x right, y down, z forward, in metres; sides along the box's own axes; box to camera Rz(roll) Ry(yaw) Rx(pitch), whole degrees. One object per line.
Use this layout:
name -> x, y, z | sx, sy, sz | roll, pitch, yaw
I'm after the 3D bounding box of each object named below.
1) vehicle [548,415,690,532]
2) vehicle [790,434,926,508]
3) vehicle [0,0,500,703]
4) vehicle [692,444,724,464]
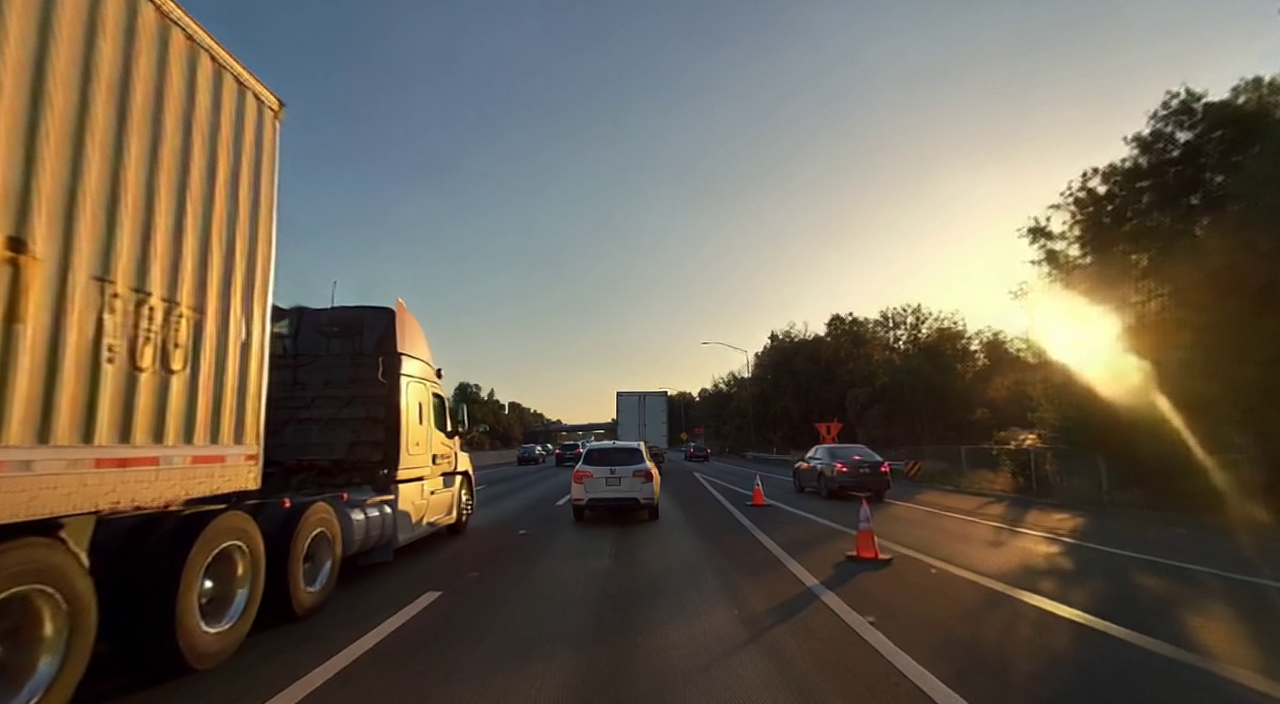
vehicle -> -0.326, 2.156, 11.665 | 2.152, 1.779, 3.924 | 0, -9, 0
vehicle -> 5.239, 2.900, 15.792 | 1.937, 1.601, 3.798 | 0, -9, -2
vehicle -> -3.703, -0.331, 2.300 | 2.857, 4.063, 16.026 | 0, -8, 0
vehicle -> 5.260, 8.021, 49.533 | 1.918, 1.479, 4.571 | 0, -9, -1
